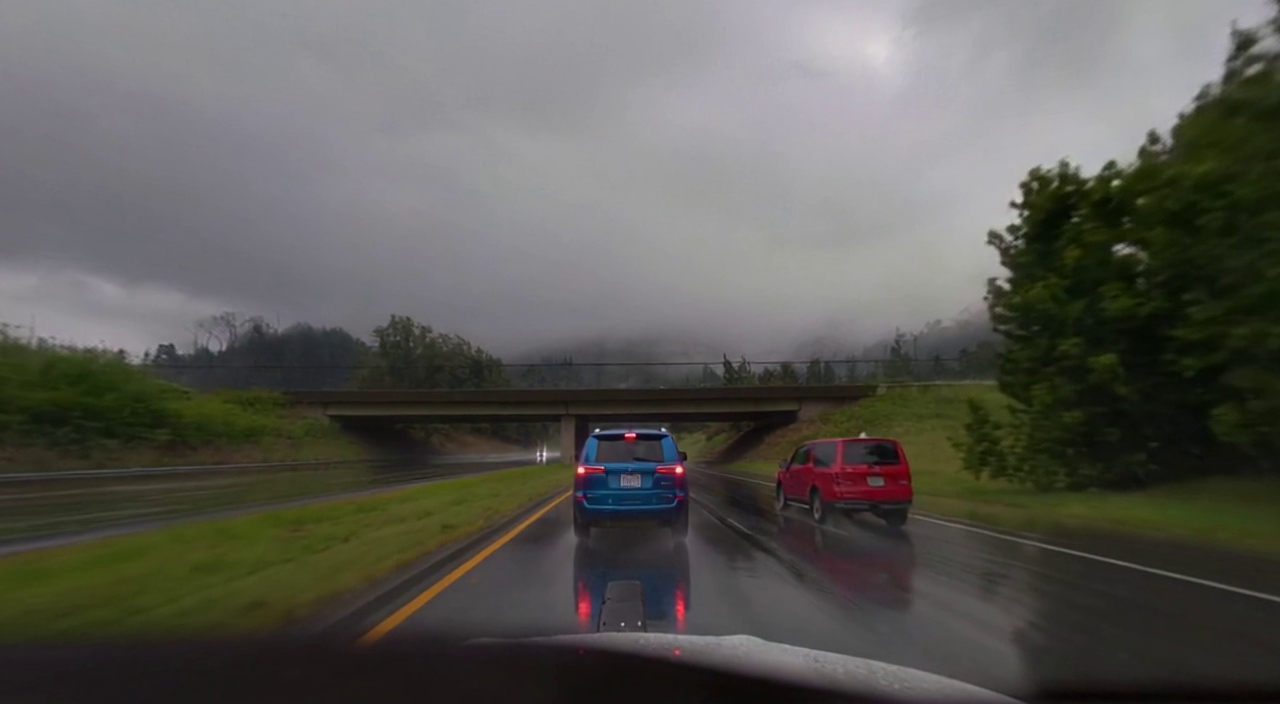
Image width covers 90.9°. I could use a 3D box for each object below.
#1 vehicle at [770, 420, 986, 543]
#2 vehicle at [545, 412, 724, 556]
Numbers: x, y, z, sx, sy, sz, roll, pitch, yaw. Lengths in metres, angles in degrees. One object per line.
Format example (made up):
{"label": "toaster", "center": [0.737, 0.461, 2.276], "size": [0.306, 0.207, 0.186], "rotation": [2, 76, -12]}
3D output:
{"label": "vehicle", "center": [3.937, 2.237, 11.489], "size": [2.043, 1.767, 4.620], "rotation": [0, -9, -1]}
{"label": "vehicle", "center": [-0.087, 2.010, 10.169], "size": [2.288, 1.823, 4.059], "rotation": [0, -9, 0]}
